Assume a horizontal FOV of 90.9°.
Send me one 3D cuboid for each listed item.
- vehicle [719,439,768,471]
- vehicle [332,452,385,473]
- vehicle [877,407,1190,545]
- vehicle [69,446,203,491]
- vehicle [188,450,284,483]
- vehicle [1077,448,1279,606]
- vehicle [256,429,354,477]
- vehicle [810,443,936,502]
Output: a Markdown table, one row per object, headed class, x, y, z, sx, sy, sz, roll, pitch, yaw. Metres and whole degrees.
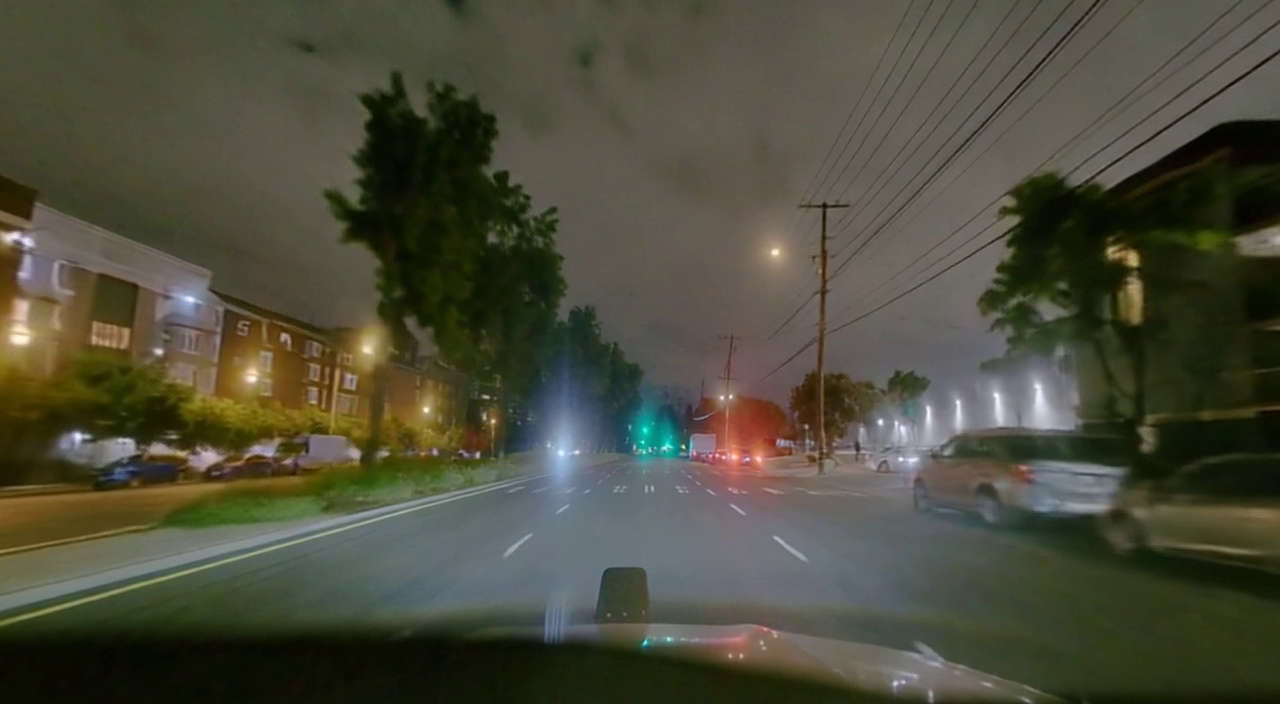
| class | x | y | z | sx | sy | sz | roll | pitch | yaw |
| --- | --- | --- | --- | --- | --- | --- | --- | --- | --- |
| vehicle | 7.299 | 7.340 | 45.200 | 2.563 | 2.090 | 6.077 | 0 | -8 | 0 |
| vehicle | -22.004 | 8.676 | 49.544 | 1.877 | 1.473 | 4.892 | 0 | -8 | 0 |
| vehicle | 7.008 | 2.294 | 12.507 | 2.197 | 2.019 | 6.225 | 0 | -8 | 0 |
| vehicle | -22.395 | 5.132 | 28.309 | 2.116 | 1.813 | 4.674 | 0 | -8 | 0 |
| vehicle | -22.088 | 6.261 | 34.780 | 2.004 | 1.586 | 4.962 | 0 | -8 | 0 |
| vehicle | 6.754 | 1.665 | 6.192 | 1.896 | 1.399 | 4.196 | 0 | -8 | 0 |
| vehicle | -22.162 | 6.708 | 42.244 | 2.397 | 2.865 | 7.296 | 0 | -8 | 1 |
| vehicle | 6.935 | 3.609 | 19.393 | 2.109 | 1.567 | 4.626 | 0 | -8 | 0 |
